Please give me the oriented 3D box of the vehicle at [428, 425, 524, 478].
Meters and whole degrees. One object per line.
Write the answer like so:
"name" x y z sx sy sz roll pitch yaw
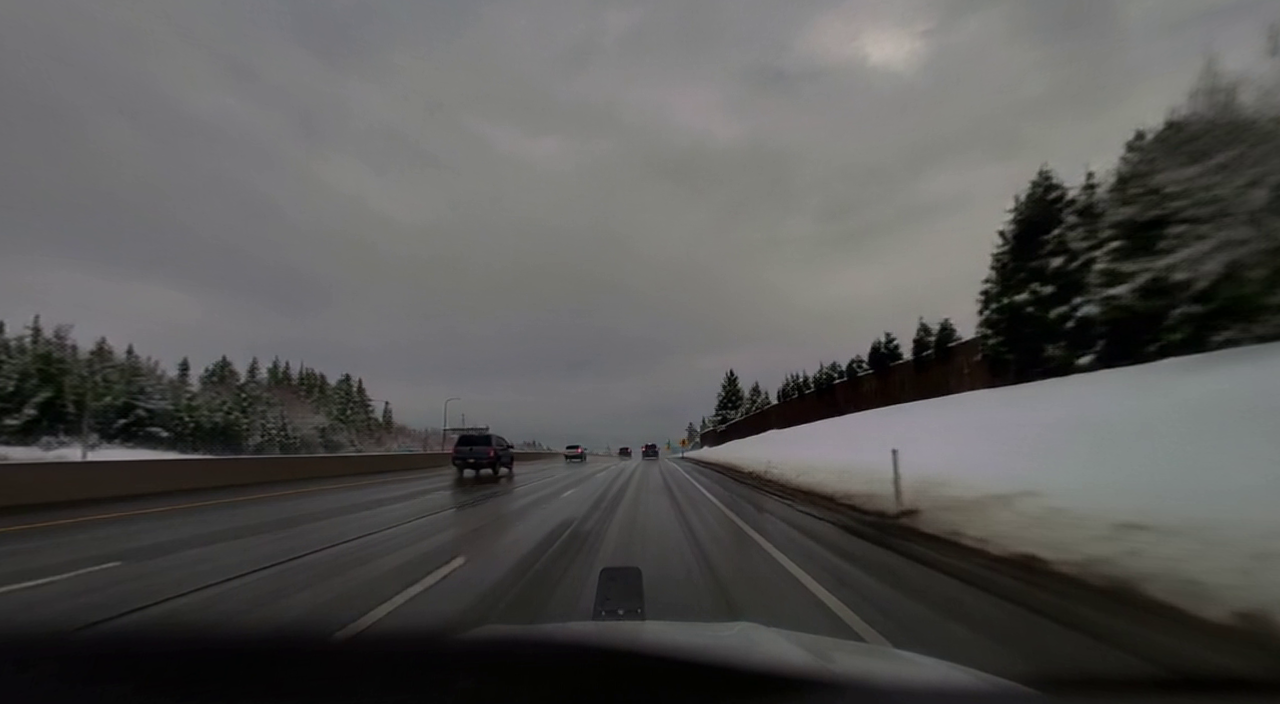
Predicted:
"vehicle" -6.658 4.143 26.381 2.438 1.967 5.596 0 -8 1

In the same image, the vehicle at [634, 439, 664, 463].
"vehicle" 0.693 7.416 47.222 2.141 1.706 4.065 0 -8 1
